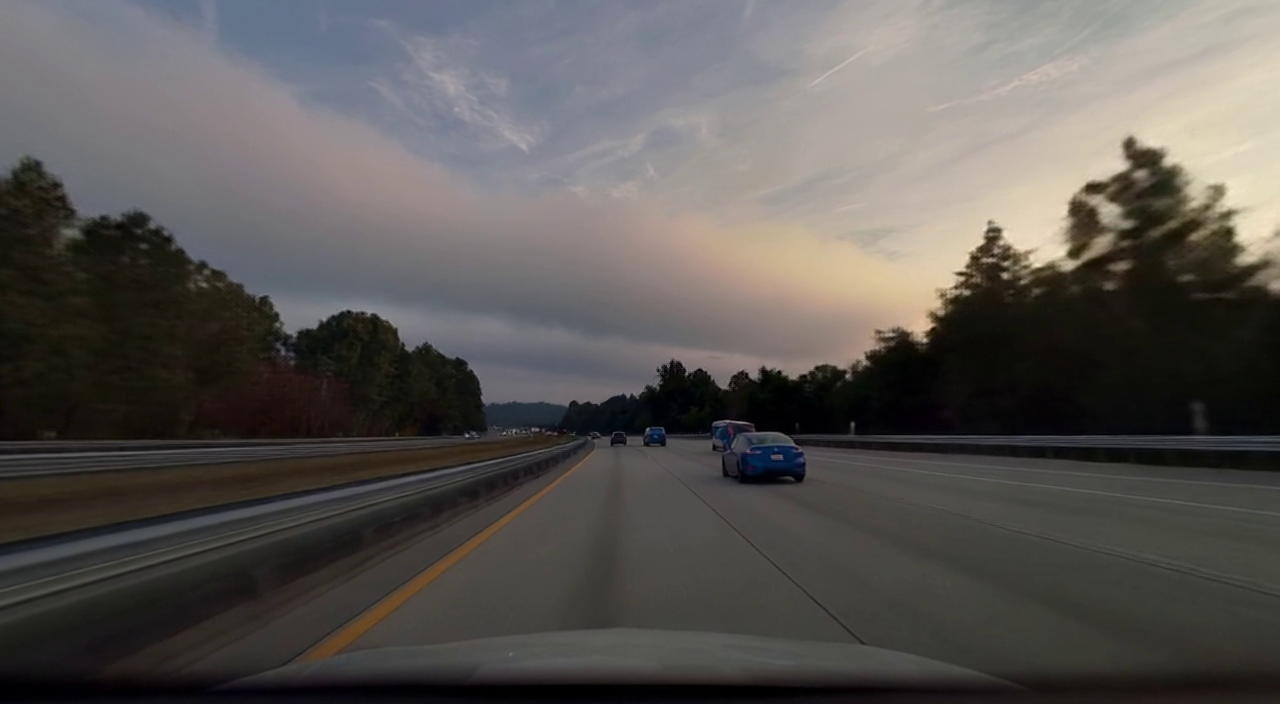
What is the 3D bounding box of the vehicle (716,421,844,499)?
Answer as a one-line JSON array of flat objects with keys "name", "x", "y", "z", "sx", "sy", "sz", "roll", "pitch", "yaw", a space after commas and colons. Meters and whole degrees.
[{"name": "vehicle", "x": 3.088, "y": 2.461, "z": 14.811, "sx": 2.002, "sy": 1.569, "sz": 3.845, "roll": 0, "pitch": -8, "yaw": -2}]
